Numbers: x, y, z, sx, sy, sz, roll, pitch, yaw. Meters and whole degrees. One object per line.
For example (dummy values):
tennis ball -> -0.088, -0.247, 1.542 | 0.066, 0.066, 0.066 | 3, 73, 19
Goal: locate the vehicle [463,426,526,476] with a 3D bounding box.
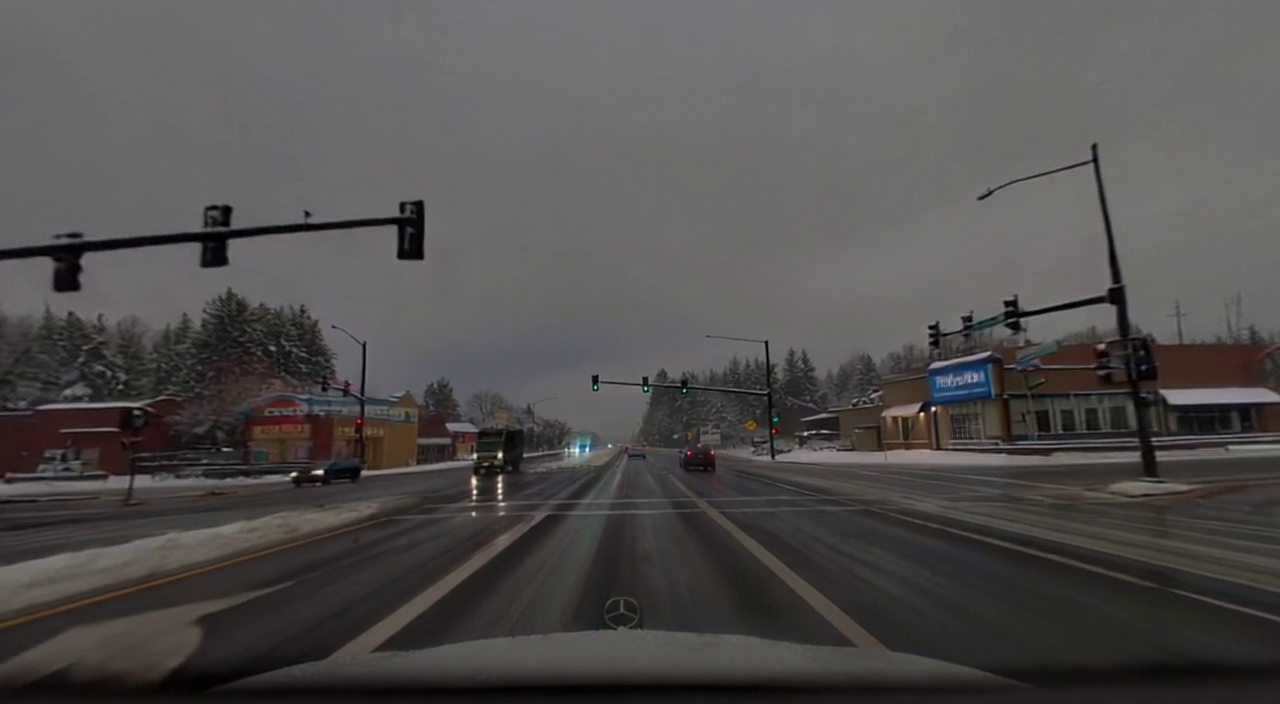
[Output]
vehicle -> -8.715, 6.031, 38.603 | 2.327, 2.780, 6.498 | 0, -9, 0

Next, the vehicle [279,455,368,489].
vehicle -> -15.488, 5.867, 31.259 | 2.086, 1.483, 4.418 | 0, -9, 0

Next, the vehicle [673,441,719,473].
vehicle -> 3.100, 5.926, 35.891 | 2.022, 1.643, 4.326 | 0, -9, -2
